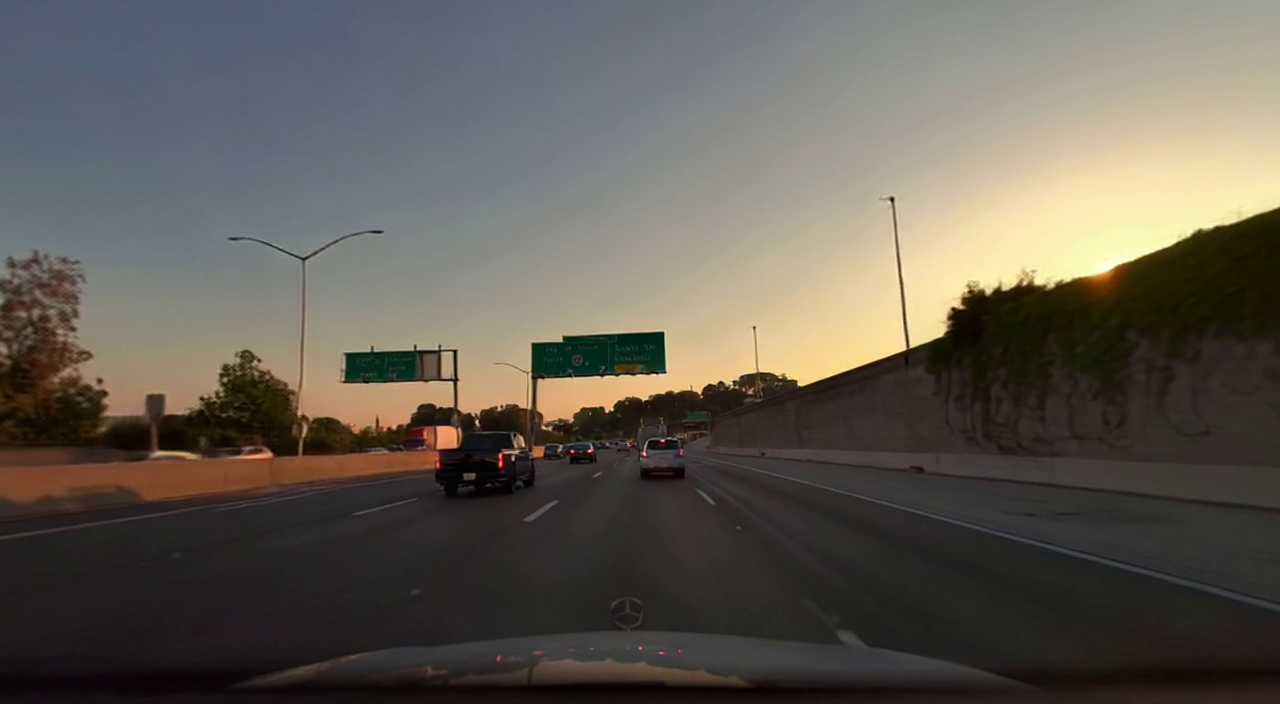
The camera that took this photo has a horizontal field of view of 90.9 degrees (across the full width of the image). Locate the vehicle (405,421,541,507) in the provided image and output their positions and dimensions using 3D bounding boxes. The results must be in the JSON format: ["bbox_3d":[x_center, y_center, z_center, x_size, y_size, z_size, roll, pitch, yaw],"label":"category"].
[{"bbox_3d":[-3.916,2.745,15.893,1.954,1.792,5.187,0,-8,0],"label":"vehicle"}]

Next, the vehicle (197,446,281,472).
[{"bbox_3d":[-28.087,7.496,44.471,2.174,1.678,5.678,0,-8,1],"label":"vehicle"}]

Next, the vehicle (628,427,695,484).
[{"bbox_3d":[0.708,3.622,22.347,2.083,1.792,4.782,0,-8,1],"label":"vehicle"}]

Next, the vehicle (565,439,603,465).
[{"bbox_3d":[-3.639,6.586,41.717,1.961,1.591,4.756,0,-8,1],"label":"vehicle"}]

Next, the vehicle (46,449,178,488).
[{"bbox_3d":[-21.200,4.655,25.571,1.893,1.439,3.908,0,-8,1],"label":"vehicle"}]
